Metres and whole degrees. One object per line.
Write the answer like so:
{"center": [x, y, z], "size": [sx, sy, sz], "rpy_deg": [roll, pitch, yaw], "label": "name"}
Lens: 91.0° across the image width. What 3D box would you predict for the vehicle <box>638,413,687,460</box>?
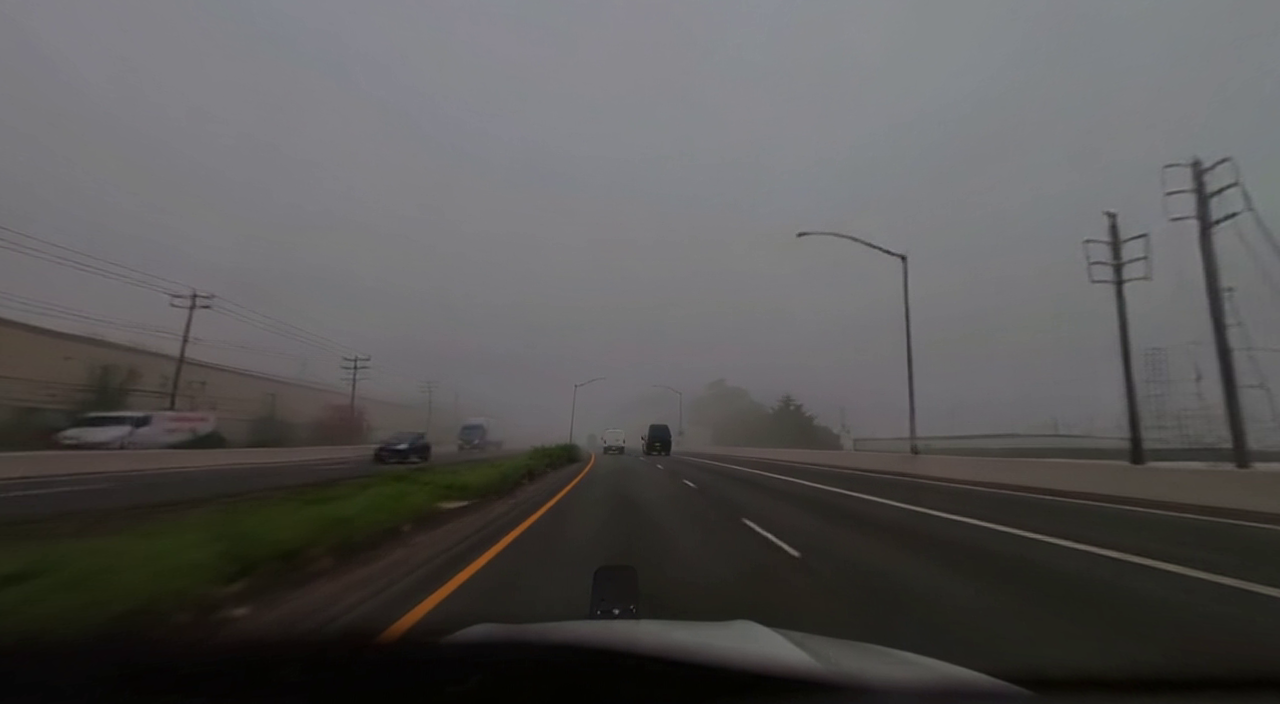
{"center": [1.502, 6.199, 45.975], "size": [2.713, 3.140, 6.640], "rpy_deg": [0, -8, -5], "label": "vehicle"}
